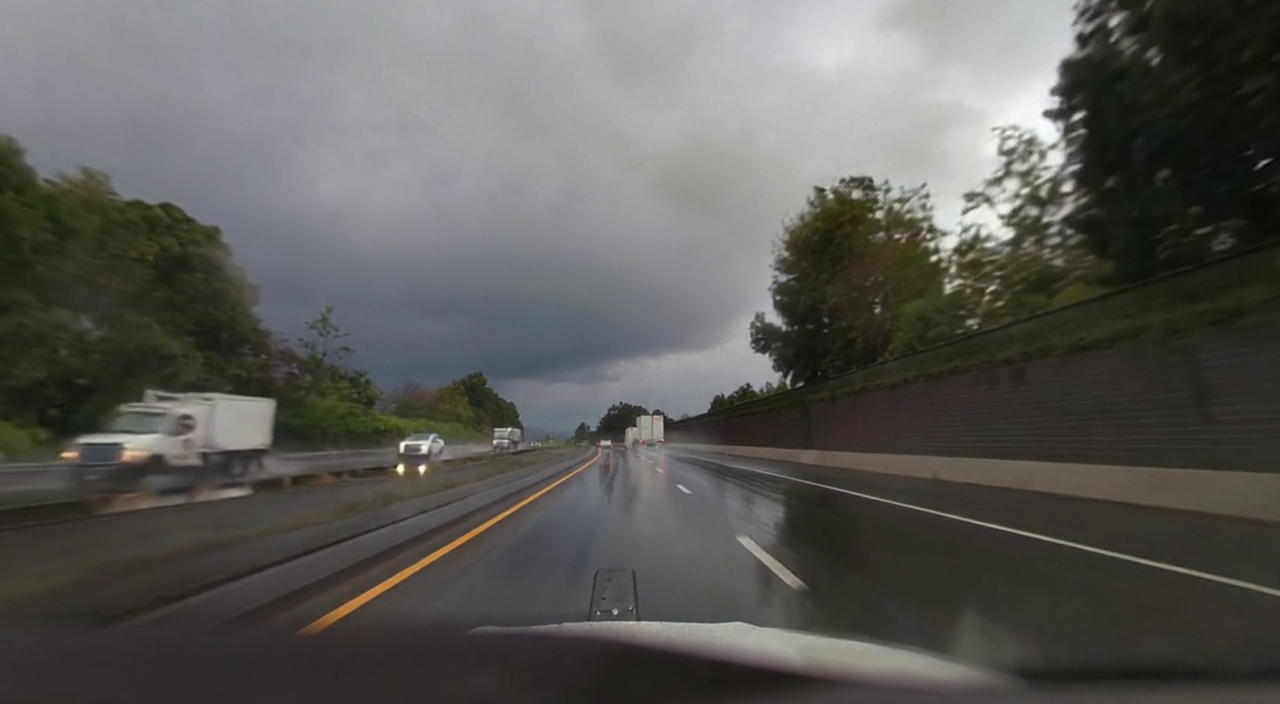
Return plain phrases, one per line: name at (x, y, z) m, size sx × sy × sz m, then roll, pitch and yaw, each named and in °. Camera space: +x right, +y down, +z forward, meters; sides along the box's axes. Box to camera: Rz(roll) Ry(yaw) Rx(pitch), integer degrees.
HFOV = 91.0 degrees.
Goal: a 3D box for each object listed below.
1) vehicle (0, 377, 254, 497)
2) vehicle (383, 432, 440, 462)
vehicle at (-13.442, 2.311, 17.023) m, size 2.294 × 2.641 × 5.907 m, roll 0°, pitch -8°, yaw -2°
vehicle at (-13.652, 5.723, 37.886) m, size 1.927 × 1.660 × 4.333 m, roll 0°, pitch -8°, yaw -1°
